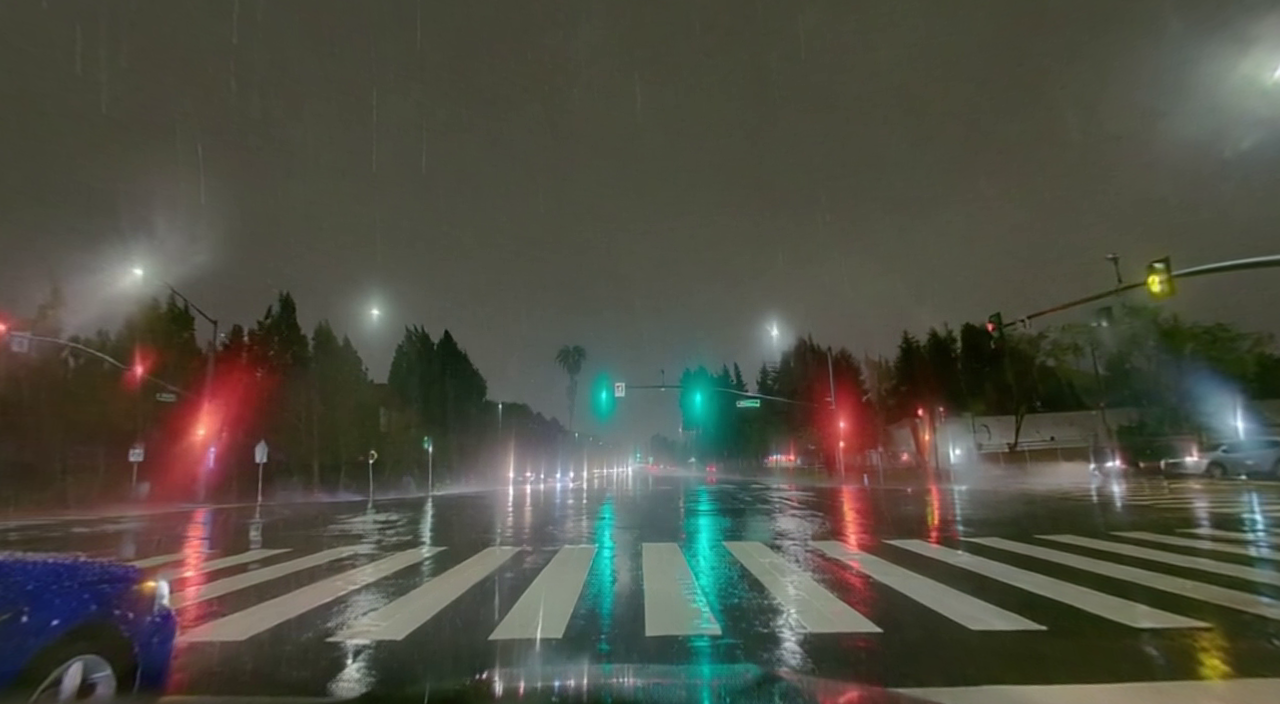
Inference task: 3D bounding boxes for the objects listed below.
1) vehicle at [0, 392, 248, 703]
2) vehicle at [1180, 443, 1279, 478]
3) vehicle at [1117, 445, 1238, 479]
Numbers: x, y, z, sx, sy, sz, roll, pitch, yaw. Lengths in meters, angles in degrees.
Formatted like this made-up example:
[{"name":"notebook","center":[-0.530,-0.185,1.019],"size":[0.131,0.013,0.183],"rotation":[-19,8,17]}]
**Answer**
[{"name":"vehicle","center":[-2.992,0.785,1.260],"size":[1.969,1.513,3.773],"rotation":[0,-9,0]},{"name":"vehicle","center":[25.685,4.536,26.579],"size":[4.347,1.411,1.784],"rotation":[0,-9,-3]},{"name":"vehicle","center":[25.095,5.106,29.563],"size":[4.123,1.469,1.790],"rotation":[0,-8,-5]}]
